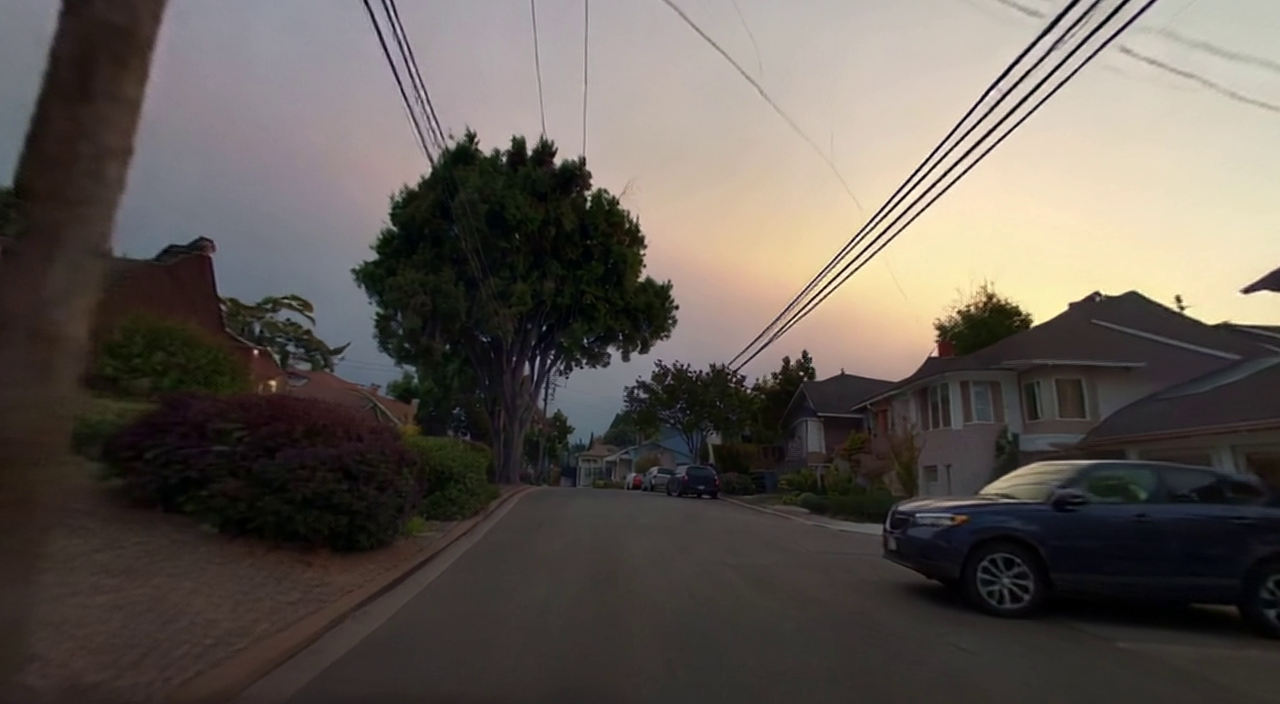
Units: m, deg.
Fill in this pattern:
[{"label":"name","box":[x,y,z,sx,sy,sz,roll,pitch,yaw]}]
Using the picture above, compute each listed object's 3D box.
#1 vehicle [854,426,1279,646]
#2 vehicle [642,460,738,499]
[{"label":"vehicle","box":[5.034,1.958,7.032,4.501,1.678,2.078,7,-9,-1]},{"label":"vehicle","box":[2.445,6.320,31.547,4.413,1.728,1.869,1,-8,-9]}]
